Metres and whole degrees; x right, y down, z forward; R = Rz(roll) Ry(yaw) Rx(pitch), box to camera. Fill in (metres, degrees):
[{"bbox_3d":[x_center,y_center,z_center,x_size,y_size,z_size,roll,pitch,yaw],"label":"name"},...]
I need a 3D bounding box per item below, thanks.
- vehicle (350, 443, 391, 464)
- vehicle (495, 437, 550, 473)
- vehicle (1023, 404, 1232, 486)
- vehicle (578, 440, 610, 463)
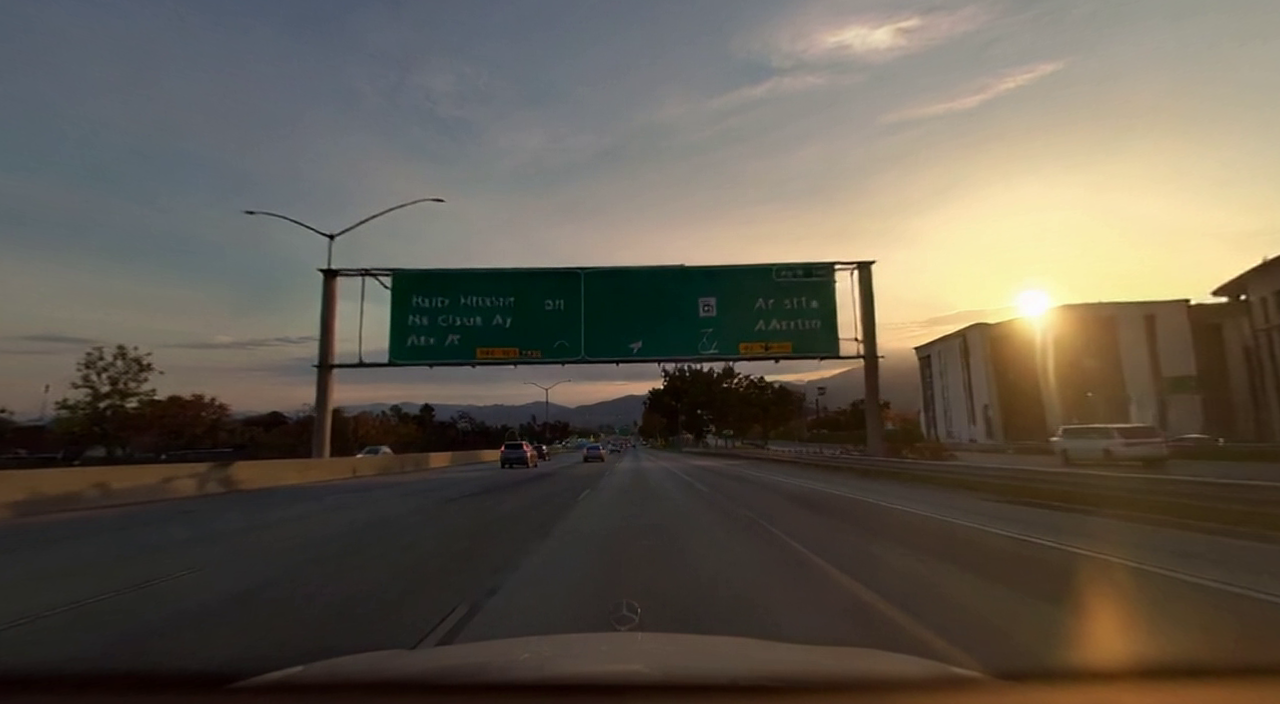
[{"bbox_3d":[-19.598,7.376,46.028,1.566,1.406,3.494,0,-8,-2],"label":"vehicle"},{"bbox_3d":[-6.324,5.599,34.563,2.015,1.762,4.790,0,-8,1],"label":"vehicle"},{"bbox_3d":[19.729,3.878,26.221,2.873,2.907,6.459,2,-9,-8],"label":"vehicle"},{"bbox_3d":[-3.435,7.491,47.715,2.027,1.697,4.307,0,-8,1],"label":"vehicle"}]
